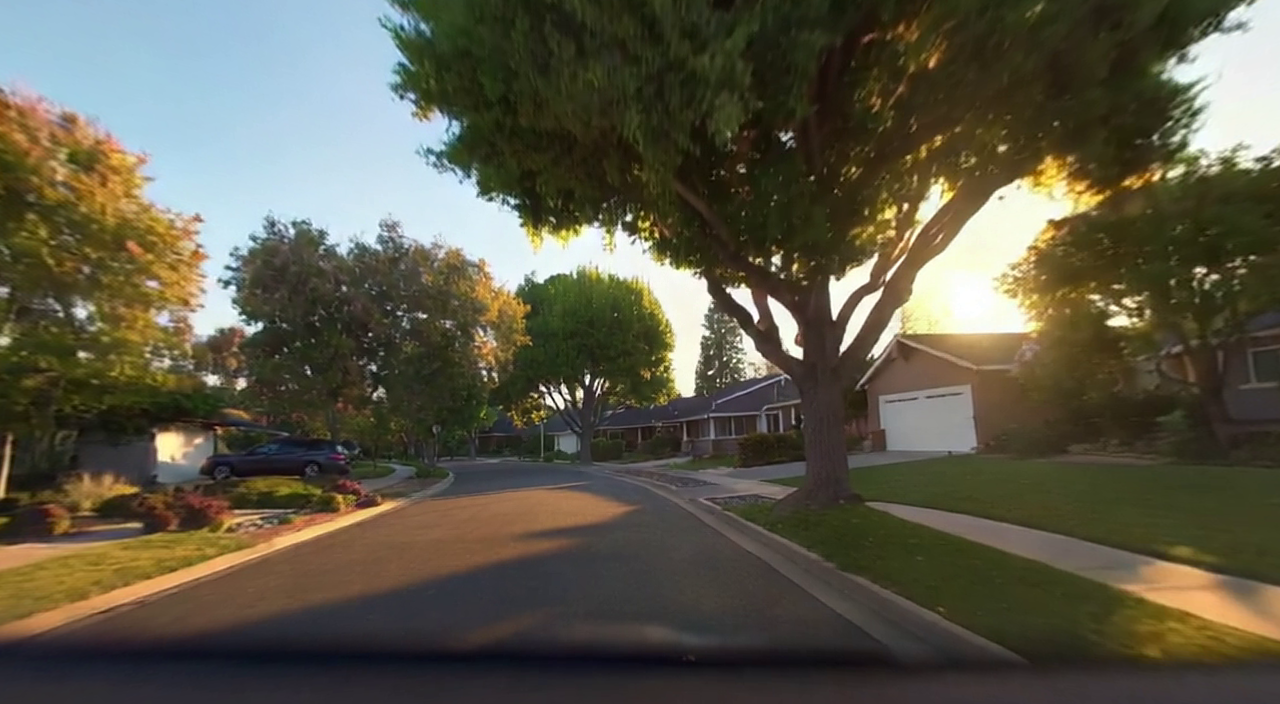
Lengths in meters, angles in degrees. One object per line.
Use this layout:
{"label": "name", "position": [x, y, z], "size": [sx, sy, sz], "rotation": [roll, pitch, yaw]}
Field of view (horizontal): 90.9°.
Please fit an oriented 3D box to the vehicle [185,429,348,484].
{"label": "vehicle", "position": [-13.625, 3.808, 23.412], "size": [4.961, 1.757, 1.971], "rotation": [2, -9, -24]}
